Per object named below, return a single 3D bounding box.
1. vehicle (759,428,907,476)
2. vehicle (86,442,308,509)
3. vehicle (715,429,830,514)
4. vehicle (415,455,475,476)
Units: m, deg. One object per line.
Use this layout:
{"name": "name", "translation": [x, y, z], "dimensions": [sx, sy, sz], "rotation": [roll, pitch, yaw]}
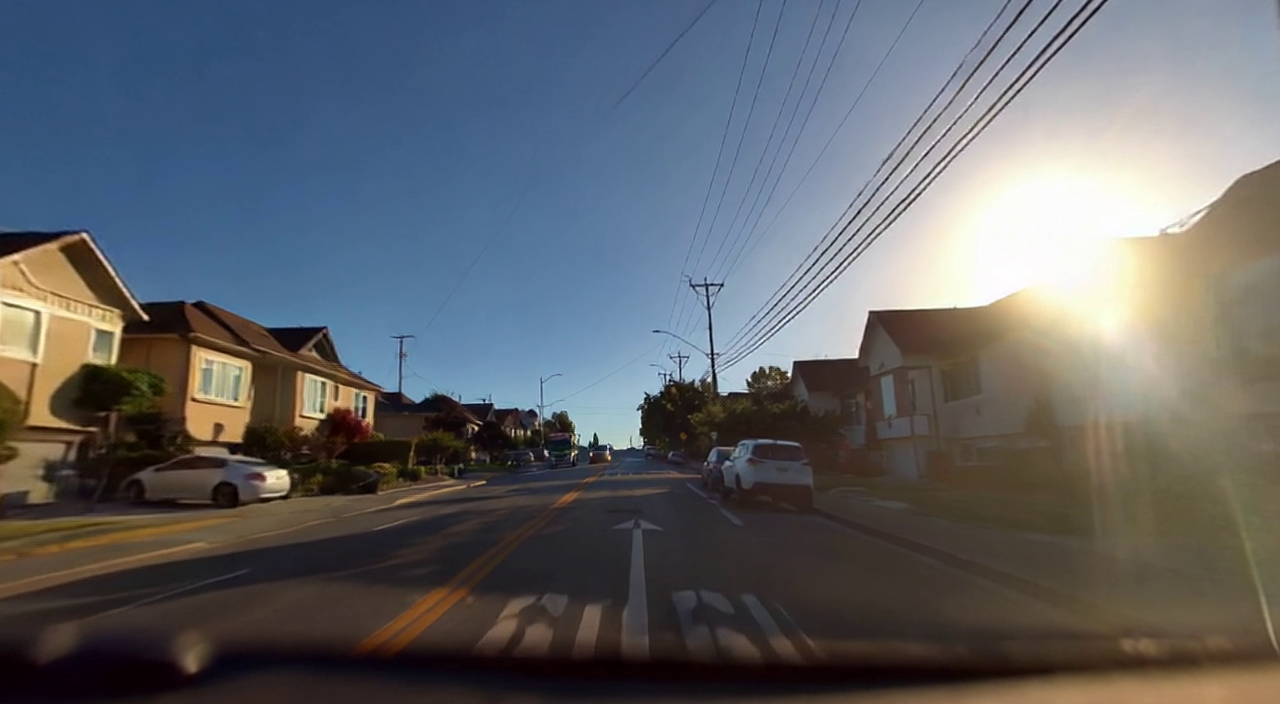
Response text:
{"name": "vehicle", "translation": [7.729, 4.065, 25.743], "dimensions": [5.288, 1.871, 2.148], "rotation": [0, -8, 1]}
{"name": "vehicle", "translation": [-11.819, 3.292, 17.116], "dimensions": [4.480, 1.665, 1.930], "rotation": [0, -9, -1]}
{"name": "vehicle", "translation": [3.065, 2.857, 15.510], "dimensions": [1.945, 1.792, 3.903], "rotation": [0, -9, 0]}
{"name": "vehicle", "translation": [-15.293, 8.929, 49.772], "dimensions": [4.204, 1.626, 1.874], "rotation": [1, -9, -5]}
